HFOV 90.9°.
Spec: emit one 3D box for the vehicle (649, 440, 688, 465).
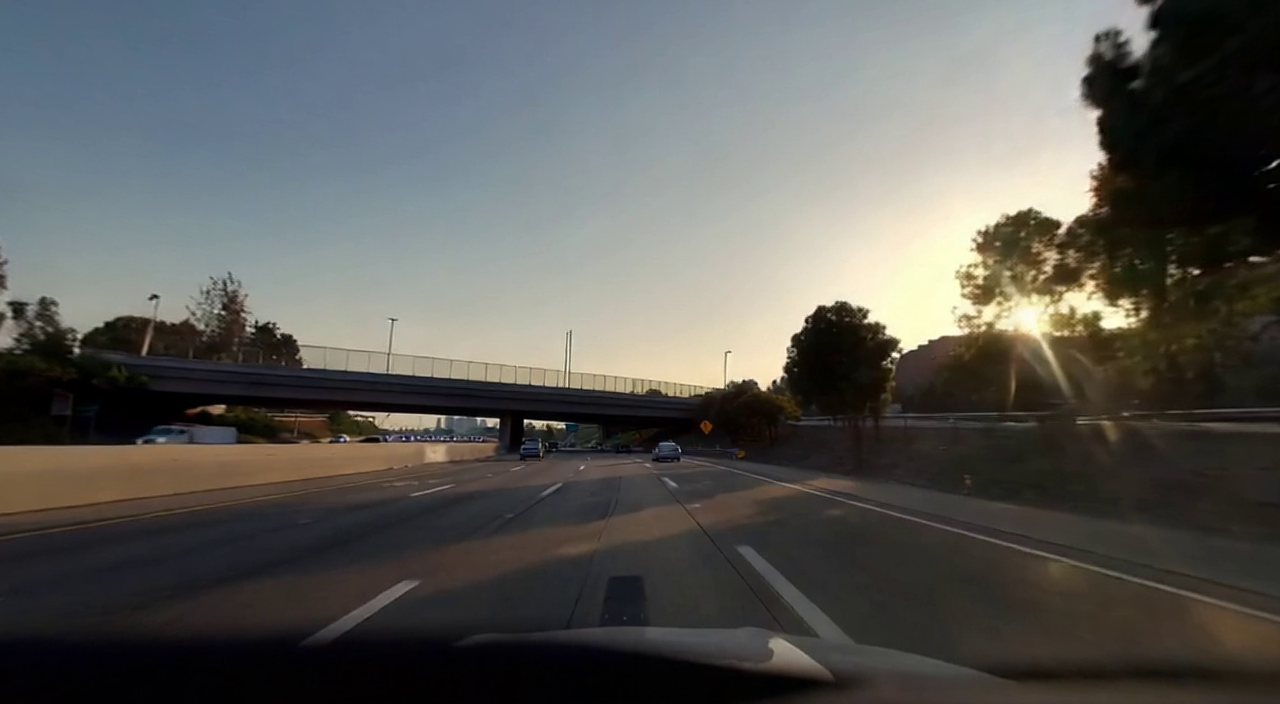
[{"bbox_3d":[1.841,6.726,42.432,2.059,1.509,4.670,0,-8,-4],"label":"vehicle"}]
